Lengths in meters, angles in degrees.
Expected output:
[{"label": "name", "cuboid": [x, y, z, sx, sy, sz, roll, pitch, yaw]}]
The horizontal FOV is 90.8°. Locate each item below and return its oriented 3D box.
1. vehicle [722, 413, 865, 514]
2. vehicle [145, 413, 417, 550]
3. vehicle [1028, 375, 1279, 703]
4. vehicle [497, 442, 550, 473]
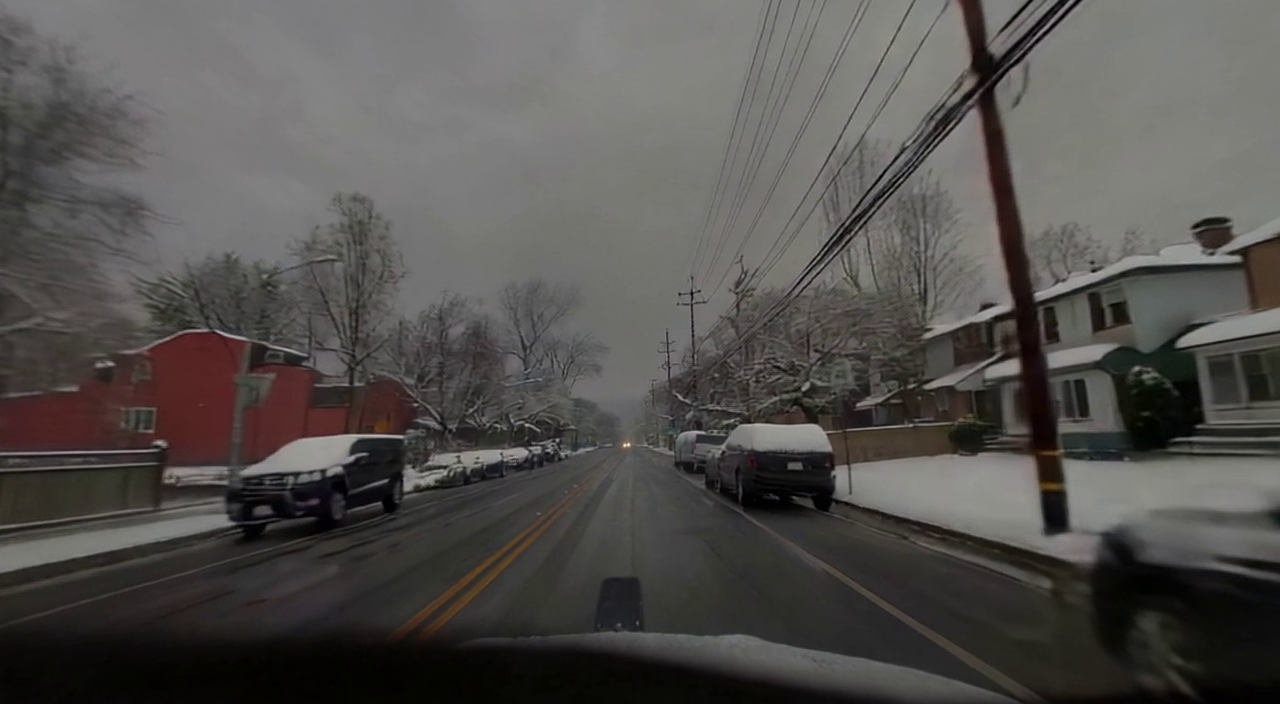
[{"label": "vehicle", "cuboid": [3.367, 2.593, 15.190, 2.065, 1.953, 5.359, 0, -8, 0]}, {"label": "vehicle", "cuboid": [-6.581, 2.369, 12.595, 2.451, 2.099, 5.112, -1, -7, 0]}, {"label": "vehicle", "cuboid": [3.471, 0.724, 1.355, 2.158, 1.560, 4.865, 0, -8, 0]}, {"label": "vehicle", "cuboid": [-6.687, 6.093, 36.841, 2.084, 1.573, 4.599, -2, -7, 2]}]
